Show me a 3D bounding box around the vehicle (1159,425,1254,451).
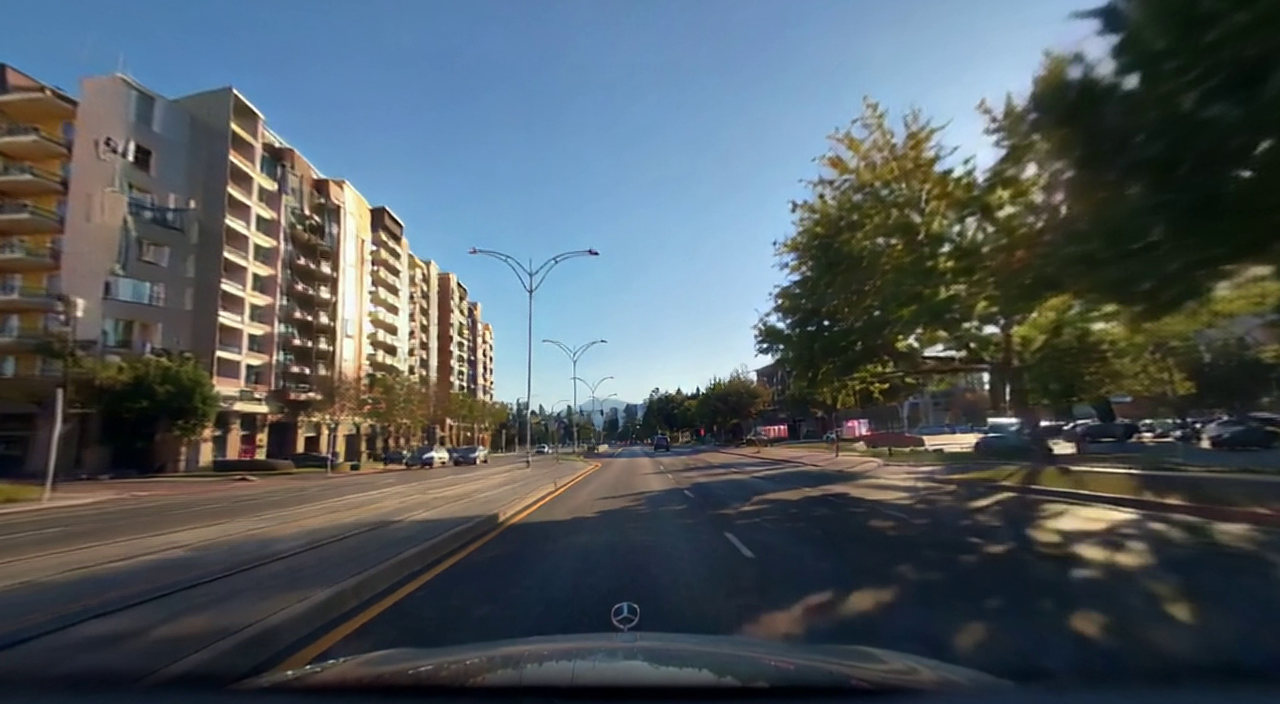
[{"bbox_3d":[35.903,5.476,40.236,1.858,1.507,4.593,1,-7,1],"label":"vehicle"}]
